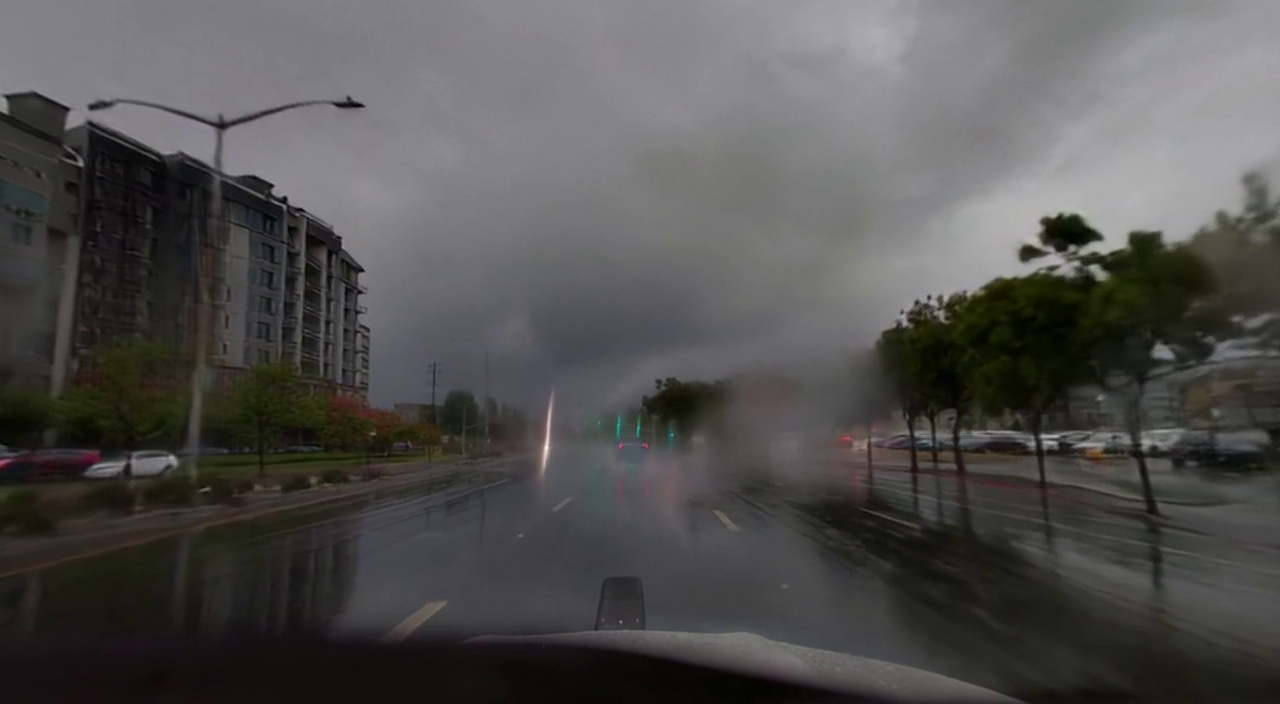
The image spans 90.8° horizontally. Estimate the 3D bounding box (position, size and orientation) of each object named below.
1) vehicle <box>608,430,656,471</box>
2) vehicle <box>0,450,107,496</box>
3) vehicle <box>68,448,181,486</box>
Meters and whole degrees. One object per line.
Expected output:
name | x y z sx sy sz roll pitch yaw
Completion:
vehicle | -0.424 4.965 32.011 2.260 1.872 4.578 0 -8 -1
vehicle | -26.769 5.270 27.987 1.992 1.798 4.987 0 -8 -1
vehicle | -27.062 6.013 33.452 1.978 1.835 4.932 0 -8 -3
